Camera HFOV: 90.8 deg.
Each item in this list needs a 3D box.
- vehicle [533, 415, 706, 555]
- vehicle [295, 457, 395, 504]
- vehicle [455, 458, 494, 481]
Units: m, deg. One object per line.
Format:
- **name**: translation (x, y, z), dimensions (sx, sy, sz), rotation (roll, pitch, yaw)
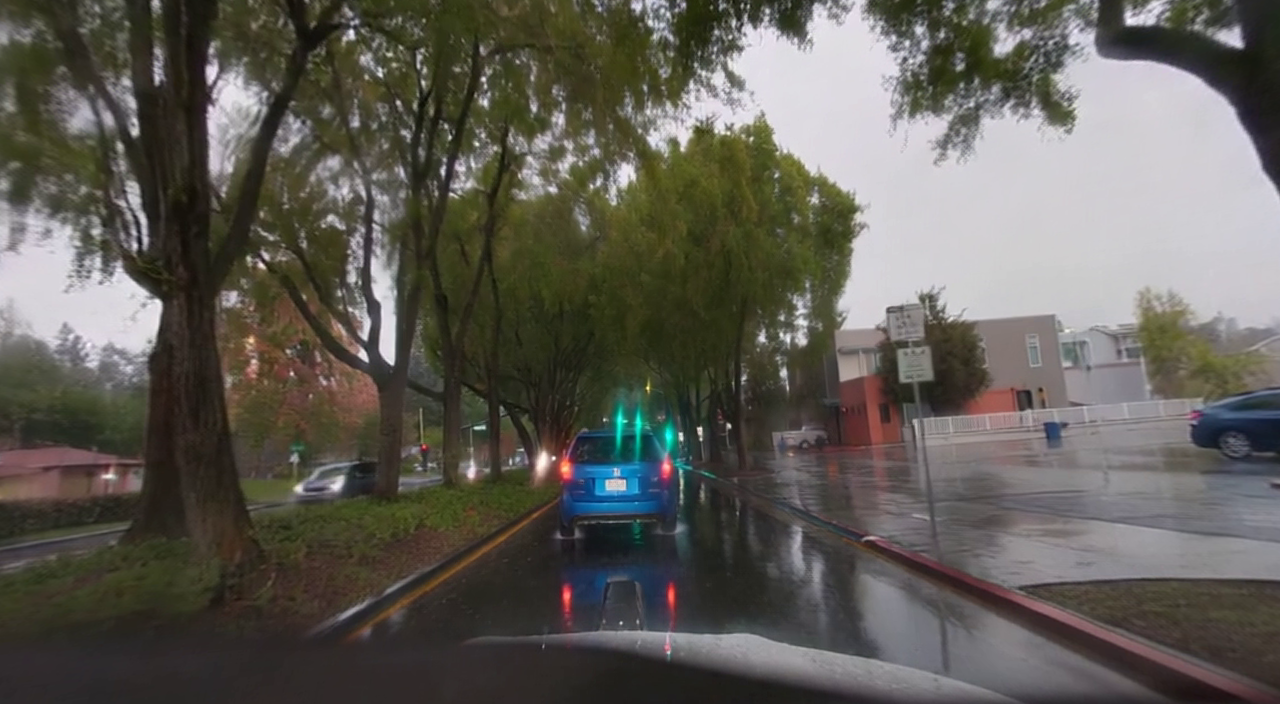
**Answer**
- **vehicle**: translation (-0.253, 1.947, 9.831), dimensions (2.136, 1.703, 3.910), rotation (0, -9, 0)
- **vehicle**: translation (-12.255, 5.347, 26.633), dimensions (1.971, 1.718, 4.539), rotation (0, -9, 1)
- **vehicle**: translation (-12.182, 8.653, 46.705), dimensions (1.714, 1.578, 4.218), rotation (0, -9, 0)
